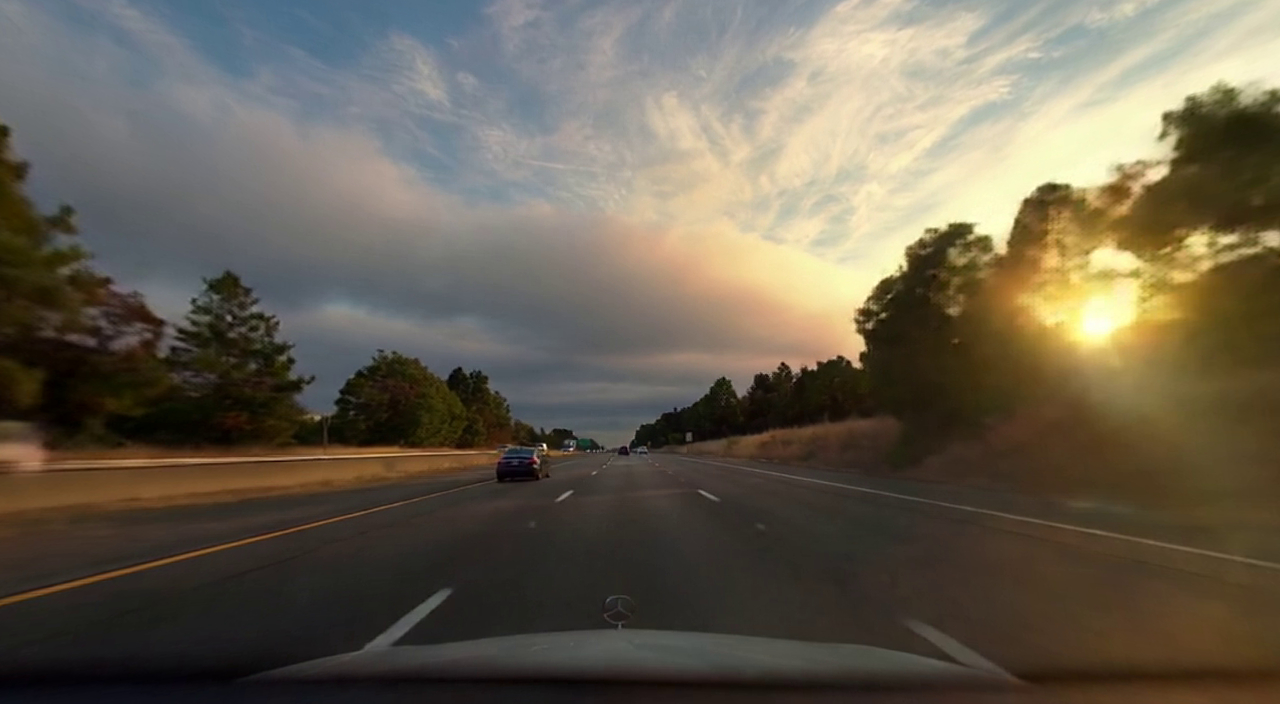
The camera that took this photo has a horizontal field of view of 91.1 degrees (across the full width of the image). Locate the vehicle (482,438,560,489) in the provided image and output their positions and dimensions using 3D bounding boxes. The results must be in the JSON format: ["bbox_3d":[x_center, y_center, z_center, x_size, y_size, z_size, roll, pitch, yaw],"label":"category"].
[{"bbox_3d":[-4.386,4.164,23.857,2.111,1.717,4.426,0,-9,0],"label":"vehicle"}]
